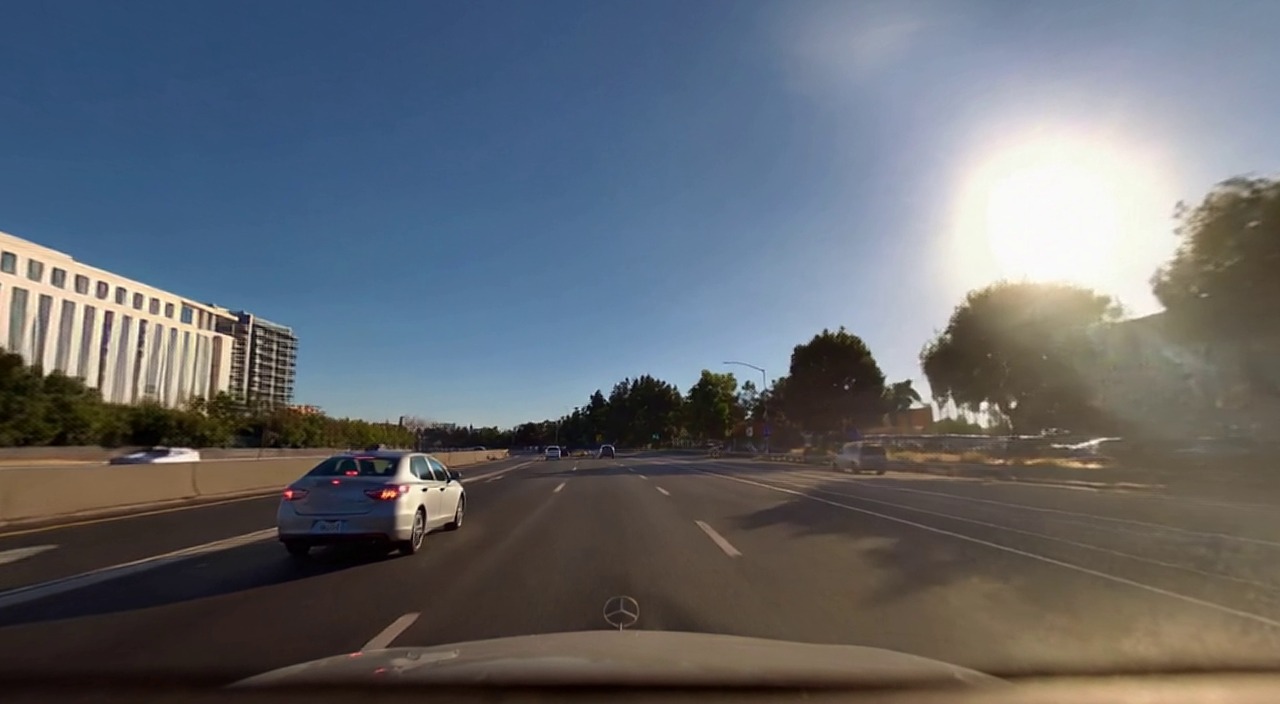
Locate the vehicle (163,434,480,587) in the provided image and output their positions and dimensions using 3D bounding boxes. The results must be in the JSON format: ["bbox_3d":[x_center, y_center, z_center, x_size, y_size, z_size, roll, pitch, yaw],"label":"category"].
[{"bbox_3d":[-3.689,1.887,8.450,2.018,1.476,4.364,0,-8,-1],"label":"vehicle"}]

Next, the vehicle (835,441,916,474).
[{"bbox_3d":[12.461,5.596,33.838,1.983,1.613,5.190,1,-9,-5],"label":"vehicle"}]

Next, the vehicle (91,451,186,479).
[{"bbox_3d":[-28.689,6.440,36.357,1.903,1.465,4.752,1,-9,-5],"label":"vehicle"}]
